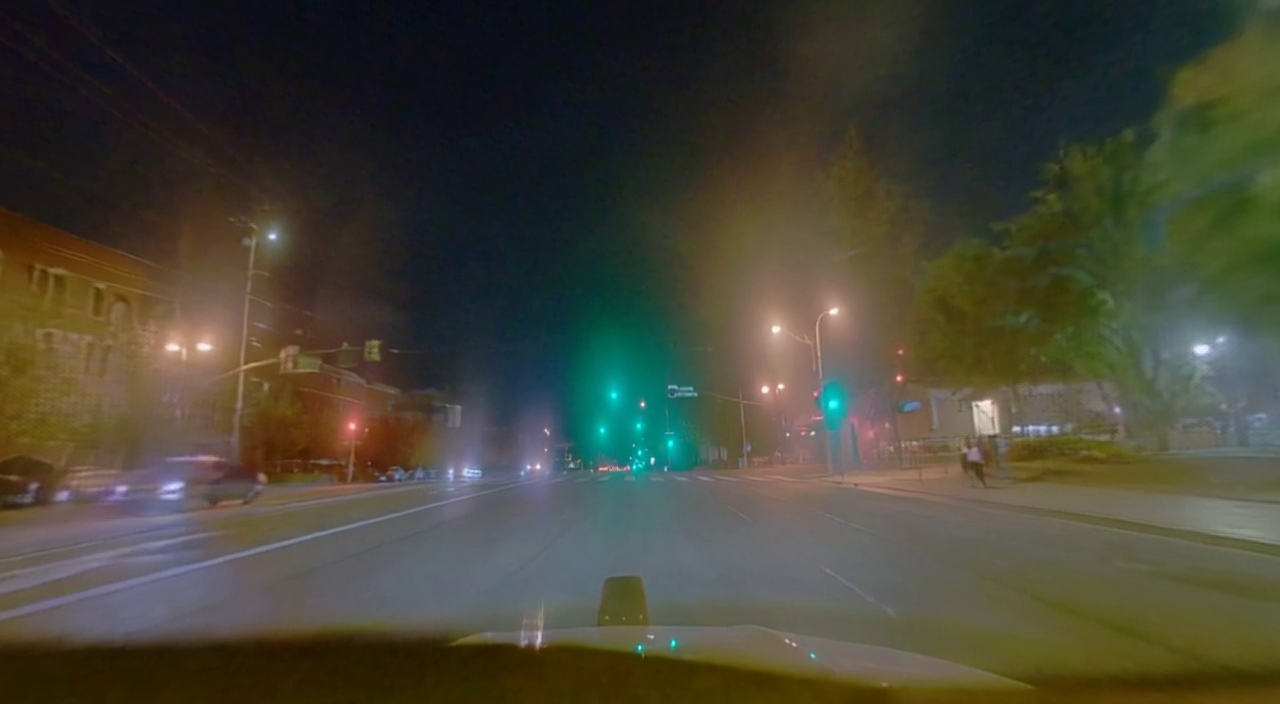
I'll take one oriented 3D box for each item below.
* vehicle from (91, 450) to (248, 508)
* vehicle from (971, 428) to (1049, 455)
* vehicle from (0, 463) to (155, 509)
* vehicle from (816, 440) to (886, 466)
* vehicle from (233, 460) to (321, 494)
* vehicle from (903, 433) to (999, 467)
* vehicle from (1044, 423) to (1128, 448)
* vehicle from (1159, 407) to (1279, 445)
[{"bbox_3d":[-15.669,4.199,21.362,1.945,1.737,4.358,0,-9,0],"label":"vehicle"},{"bbox_3d":[26.541,6.458,45.338,4.258,1.456,1.825,-4,-14,4],"label":"vehicle"},{"bbox_3d":[-22.647,5.344,25.550,1.838,1.526,5.104,-1,-9,2],"label":"vehicle"},{"bbox_3d":[15.458,7.446,46.377,4.432,1.523,1.908,-4,-13,6],"label":"vehicle"},{"bbox_3d":[-19.032,6.554,33.323,1.958,1.492,4.580,-2,-9,0],"label":"vehicle"},{"bbox_3d":[17.520,5.553,35.719,4.329,1.502,2.122,-4,-4,6],"label":"vehicle"},{"bbox_3d":[31.566,5.957,44.769,4.318,1.476,1.940,-4,-10,7],"label":"vehicle"},{"bbox_3d":[32.168,4.135,34.907,4.841,1.720,1.950,-4,-8,5],"label":"vehicle"}]
